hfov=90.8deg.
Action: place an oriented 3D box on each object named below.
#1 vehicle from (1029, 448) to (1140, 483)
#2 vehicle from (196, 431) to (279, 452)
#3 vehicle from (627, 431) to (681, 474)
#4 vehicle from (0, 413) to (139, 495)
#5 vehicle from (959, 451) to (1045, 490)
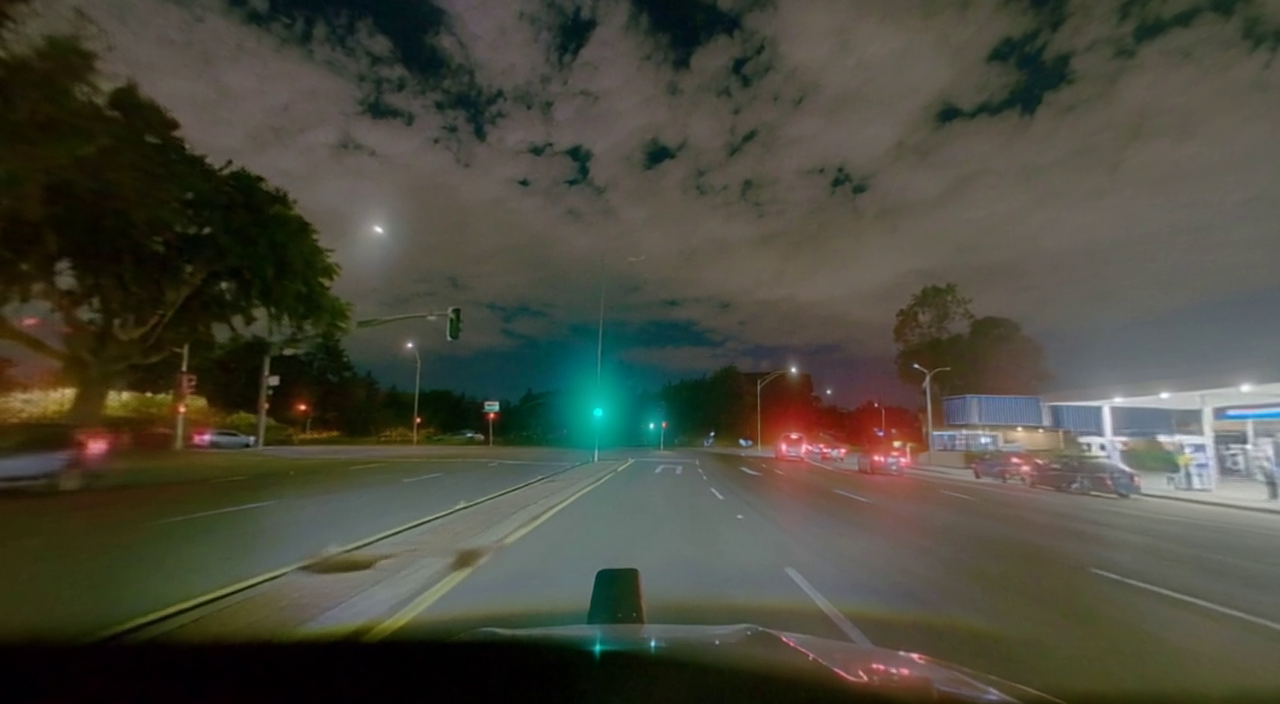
[{"bbox_3d":[22.068,5.618,31.413,4.331,1.604,1.858,1,-9,-10],"label":"vehicle"},{"bbox_3d":[-29.869,6.667,46.964,4.749,1.463,1.871,1,-9,-10],"label":"vehicle"},{"bbox_3d":[0.594,4.163,26.288,2.055,1.655,4.204,0,-9,2],"label":"vehicle"},{"bbox_3d":[-12.744,2.029,12.599,2.027,1.486,4.105,0,-9,2],"label":"vehicle"},{"bbox_3d":[15.555,5.068,27.414,2.099,1.464,4.615,-3,-9,16],"label":"vehicle"}]
